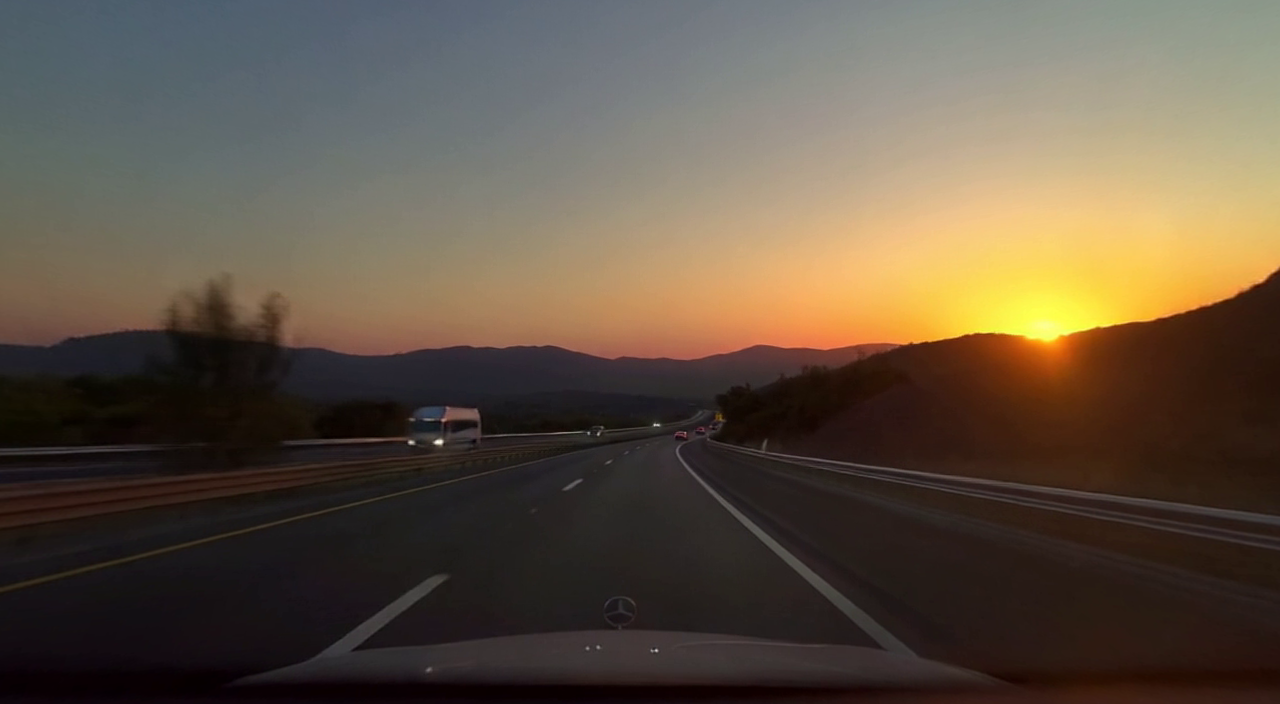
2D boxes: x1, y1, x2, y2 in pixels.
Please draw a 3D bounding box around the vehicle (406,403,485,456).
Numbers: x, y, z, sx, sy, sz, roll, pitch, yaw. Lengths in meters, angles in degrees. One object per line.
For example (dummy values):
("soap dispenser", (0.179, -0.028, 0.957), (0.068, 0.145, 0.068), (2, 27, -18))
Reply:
("vehicle", (-14.485, 5.964, 47.801), (2.791, 3.613, 8.984), (0, -8, 3))
